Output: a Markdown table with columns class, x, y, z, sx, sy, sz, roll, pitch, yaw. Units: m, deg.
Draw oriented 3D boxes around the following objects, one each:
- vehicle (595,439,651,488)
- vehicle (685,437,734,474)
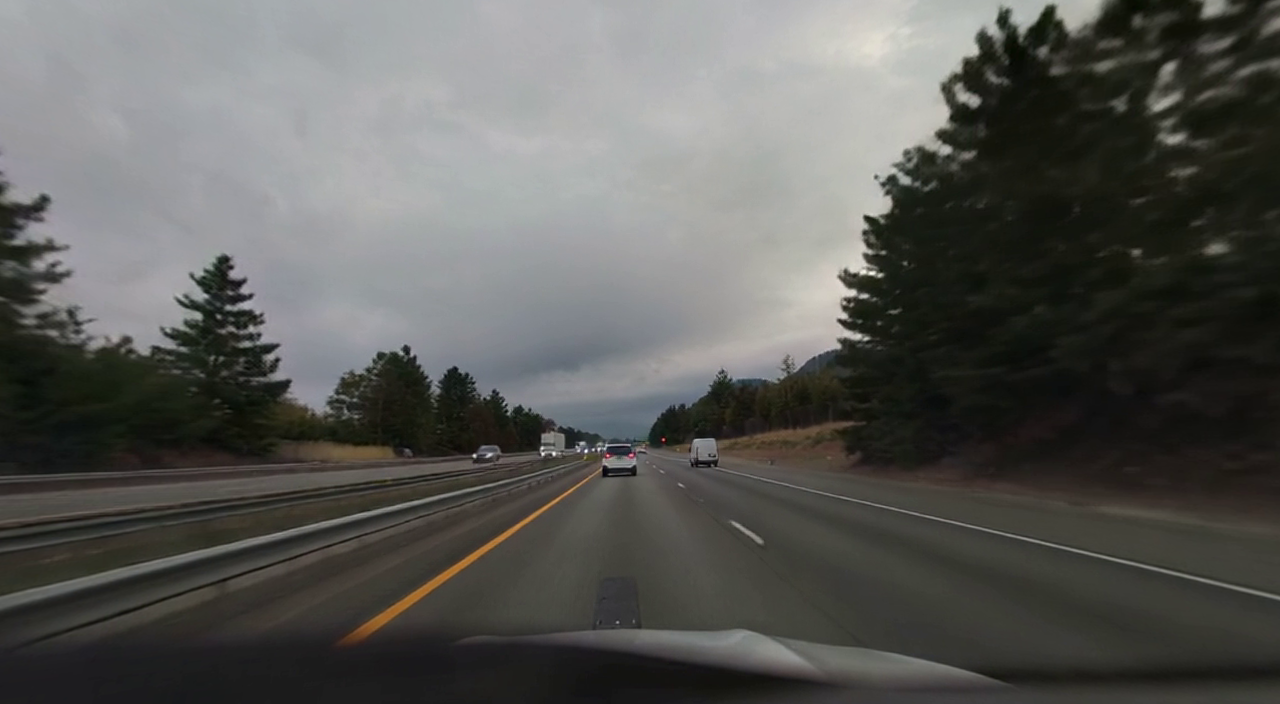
| class | x | y | z | sx | sy | sz | roll | pitch | yaw |
| --- | --- | --- | --- | --- | --- | --- | --- | --- | --- |
| vehicle | -0.625 | 4.245 | 24.153 | 1.963 | 1.711 | 4.284 | 0 | -9 | -1 |
| vehicle | 3.880 | 5.918 | 35.899 | 2.179 | 1.930 | 4.538 | 0 | -9 | -1 |
